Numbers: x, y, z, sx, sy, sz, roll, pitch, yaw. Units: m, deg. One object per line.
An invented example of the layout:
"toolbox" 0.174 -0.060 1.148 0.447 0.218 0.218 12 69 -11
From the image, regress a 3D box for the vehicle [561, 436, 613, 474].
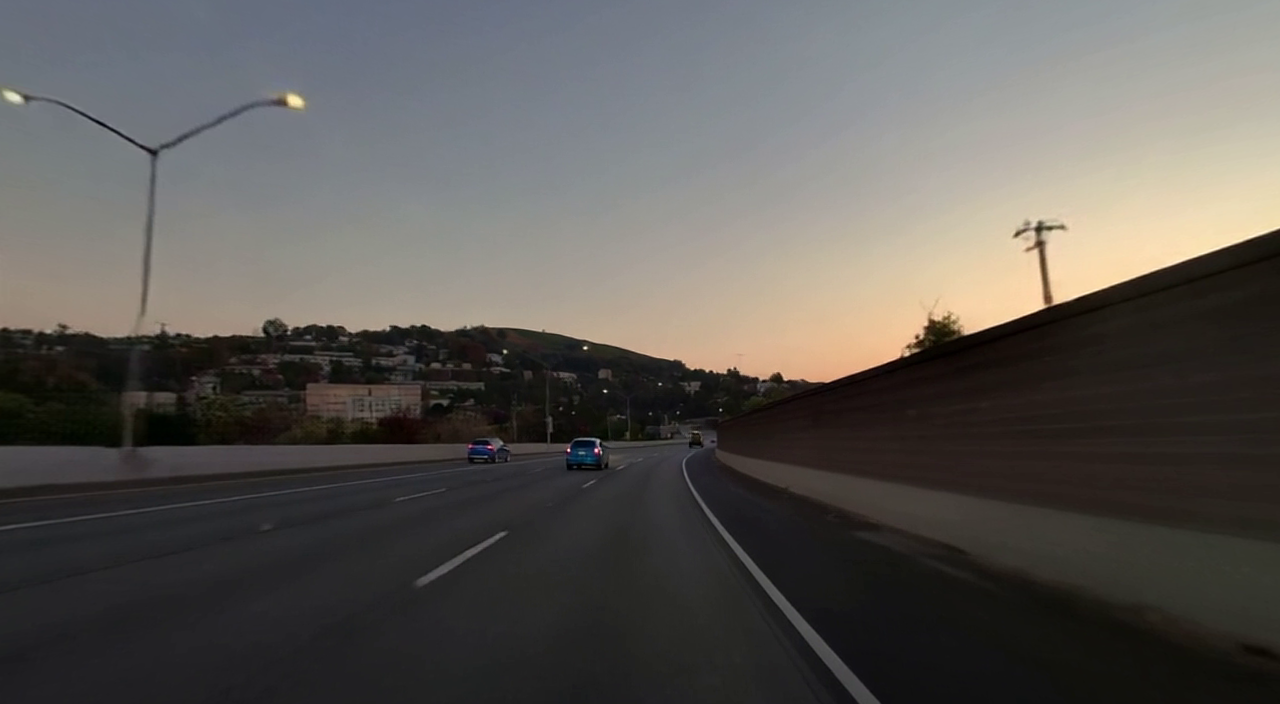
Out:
"vehicle" -2.633 5.201 32.188 2.028 1.782 4.150 -1 -8 4

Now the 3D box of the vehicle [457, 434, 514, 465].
"vehicle" -9.443 5.995 38.884 2.039 1.746 4.528 -1 -8 5
